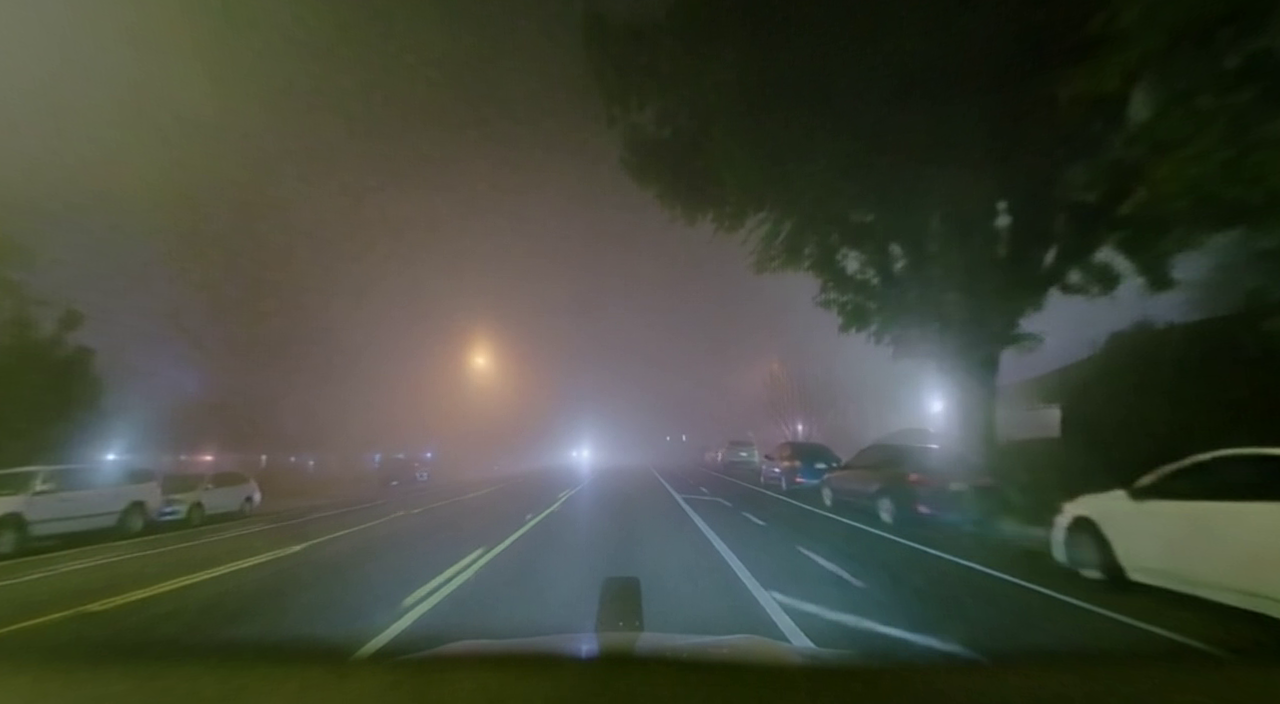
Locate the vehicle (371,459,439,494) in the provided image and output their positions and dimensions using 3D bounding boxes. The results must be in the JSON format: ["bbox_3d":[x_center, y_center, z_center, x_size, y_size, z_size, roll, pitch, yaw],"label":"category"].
[{"bbox_3d":[-12.664,6.728,34.390,1.972,1.475,4.503,-5,-9,0],"label":"vehicle"}]

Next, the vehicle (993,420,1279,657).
[{"bbox_3d":[4.910,1.269,4.667,1.923,1.454,4.460,0,-9,-2],"label":"vehicle"}]

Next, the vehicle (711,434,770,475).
[{"bbox_3d":[4.542,4.731,29.305,1.919,1.698,4.747,0,-9,-1],"label":"vehicle"}]

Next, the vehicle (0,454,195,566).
[{"bbox_3d":[-12.267,3.162,13.053,2.156,1.935,5.464,-3,-10,0],"label":"vehicle"}]

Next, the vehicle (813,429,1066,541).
[{"bbox_3d":[4.819,2.210,11.269,1.933,1.511,5.086,0,-9,-1],"label":"vehicle"}]
